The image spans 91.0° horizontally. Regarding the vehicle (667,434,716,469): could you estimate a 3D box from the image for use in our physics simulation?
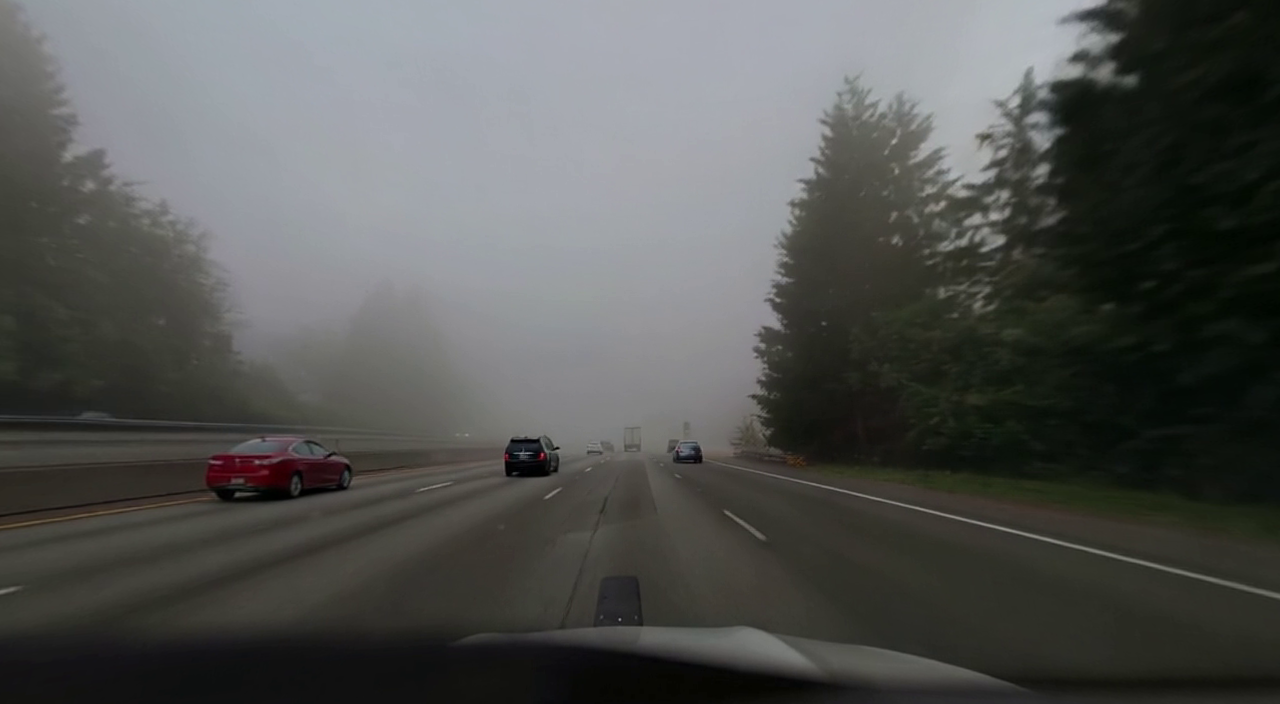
[{"bbox_3d":[2.642,5.210,33.173,2.053,1.698,4.097,0,-8,-2],"label":"vehicle"}]

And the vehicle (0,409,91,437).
[{"bbox_3d":[-34.986,4.228,37.003,1.683,1.458,4.062,0,-8,1],"label":"vehicle"}]

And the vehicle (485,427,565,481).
[{"bbox_3d":[-3.911,3.566,22.206,2.002,1.680,4.301,0,-8,0],"label":"vehicle"}]

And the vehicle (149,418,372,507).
[{"bbox_3d":[-8.323,2.478,14.502,2.237,1.703,4.681,0,-8,-1],"label":"vehicle"}]
